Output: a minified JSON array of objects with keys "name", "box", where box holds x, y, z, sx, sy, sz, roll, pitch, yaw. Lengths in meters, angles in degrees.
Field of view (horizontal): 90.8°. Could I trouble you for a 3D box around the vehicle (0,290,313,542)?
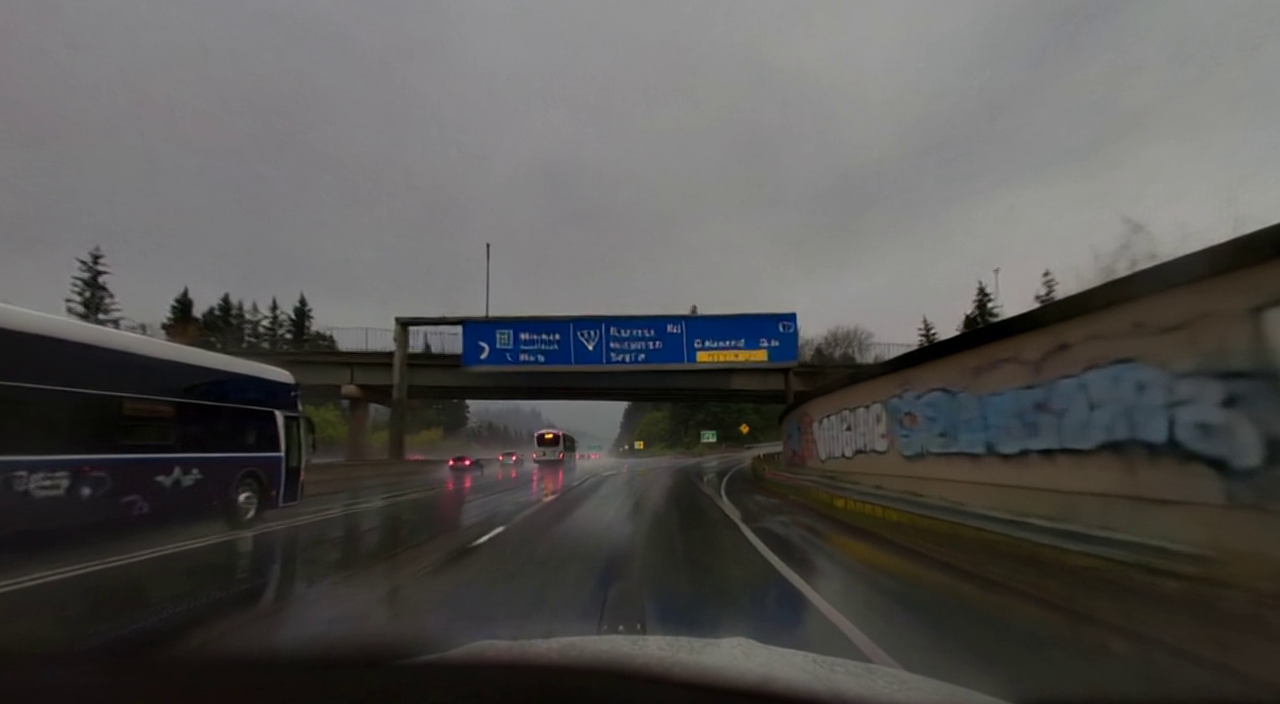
[{"name":"vehicle","box":[-10.653,1.167,10.678,2.986,3.574,13.570,0,-9,0]}]
